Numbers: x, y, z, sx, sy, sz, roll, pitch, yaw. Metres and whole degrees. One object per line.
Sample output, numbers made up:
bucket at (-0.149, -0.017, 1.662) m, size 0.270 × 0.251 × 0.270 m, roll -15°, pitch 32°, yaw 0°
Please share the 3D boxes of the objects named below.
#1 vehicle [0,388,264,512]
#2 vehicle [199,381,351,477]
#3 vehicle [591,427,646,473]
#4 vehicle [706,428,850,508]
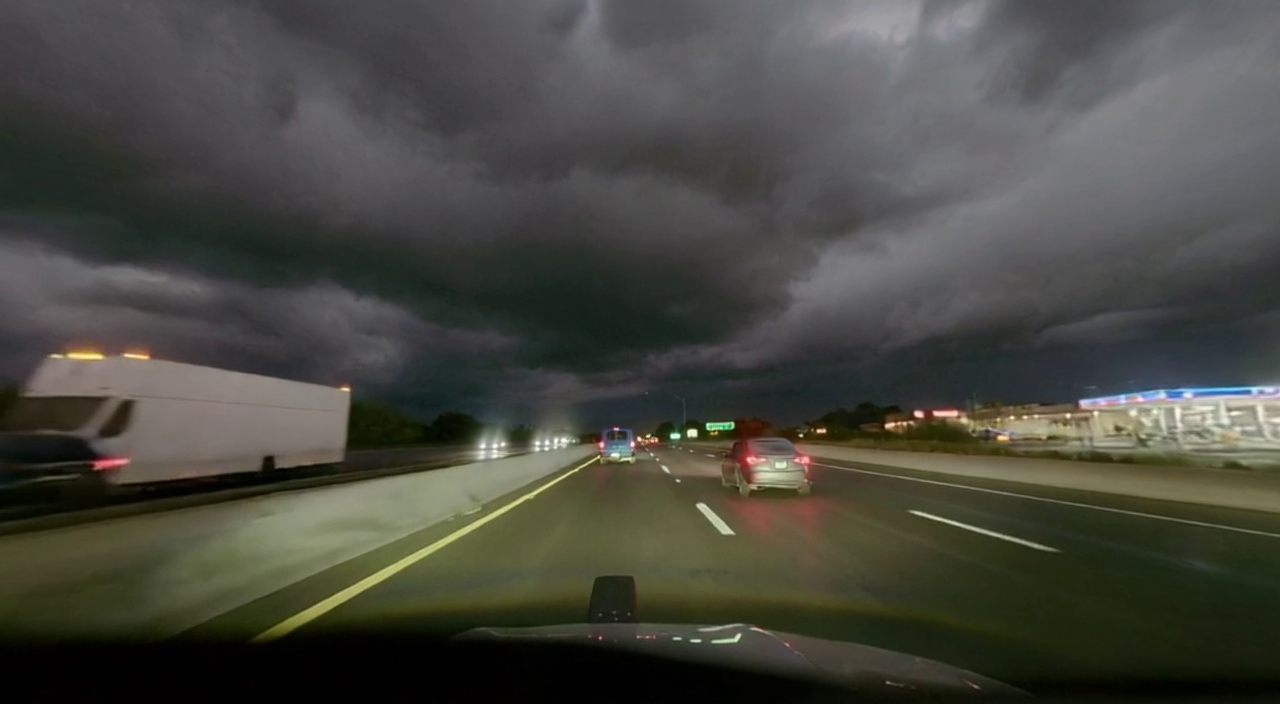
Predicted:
vehicle at (-12.509, 2.391, 15.889) m, size 2.508 × 2.568 × 5.529 m, roll 0°, pitch -8°, yaw 1°
vehicle at (-17.448, 3.813, 31.009) m, size 2.803 × 3.933 × 8.156 m, roll -3°, pitch -8°, yaw -1°
vehicle at (-0.815, 4.014, 26.122) m, size 2.061 × 1.732 × 4.457 m, roll 0°, pitch -8°, yaw 0°
vehicle at (2.950, 2.573, 14.677) m, size 2.151 × 1.550 × 4.694 m, roll 0°, pitch -8°, yaw -2°
